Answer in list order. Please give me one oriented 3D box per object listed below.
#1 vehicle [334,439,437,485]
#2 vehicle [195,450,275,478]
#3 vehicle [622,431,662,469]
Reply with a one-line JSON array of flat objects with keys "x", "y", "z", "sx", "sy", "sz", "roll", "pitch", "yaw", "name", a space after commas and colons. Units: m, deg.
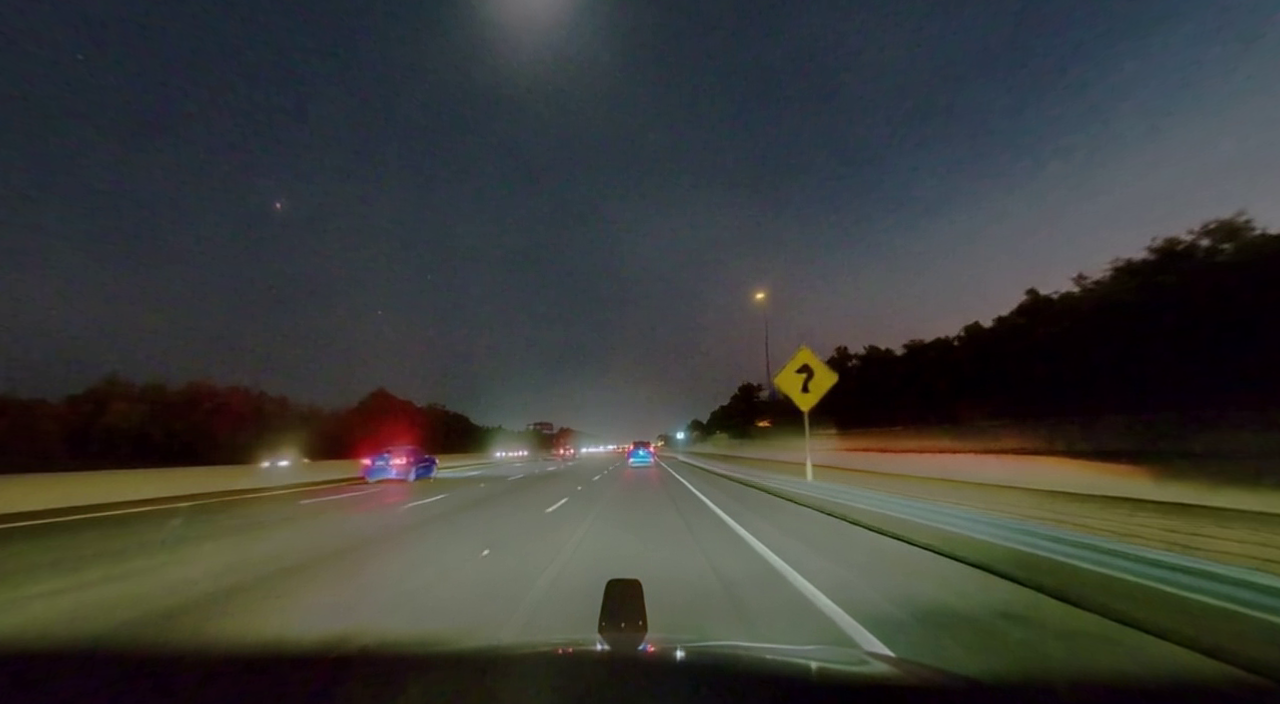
[{"x": -10.163, "y": 4.416, "z": 25.647, "sx": 2.037, "sy": 1.661, "sz": 4.885, "roll": 0, "pitch": -8, "yaw": 1, "name": "vehicle"}, {"x": -23.770, "y": 6.552, "z": 37.206, "sx": 2.104, "sy": 1.526, "sz": 3.825, "roll": 0, "pitch": -8, "yaw": 1, "name": "vehicle"}, {"x": 0.144, "y": 5.988, "z": 38.722, "sx": 2.318, "sy": 2.145, "sz": 4.561, "roll": 0, "pitch": -8, "yaw": 0, "name": "vehicle"}]
